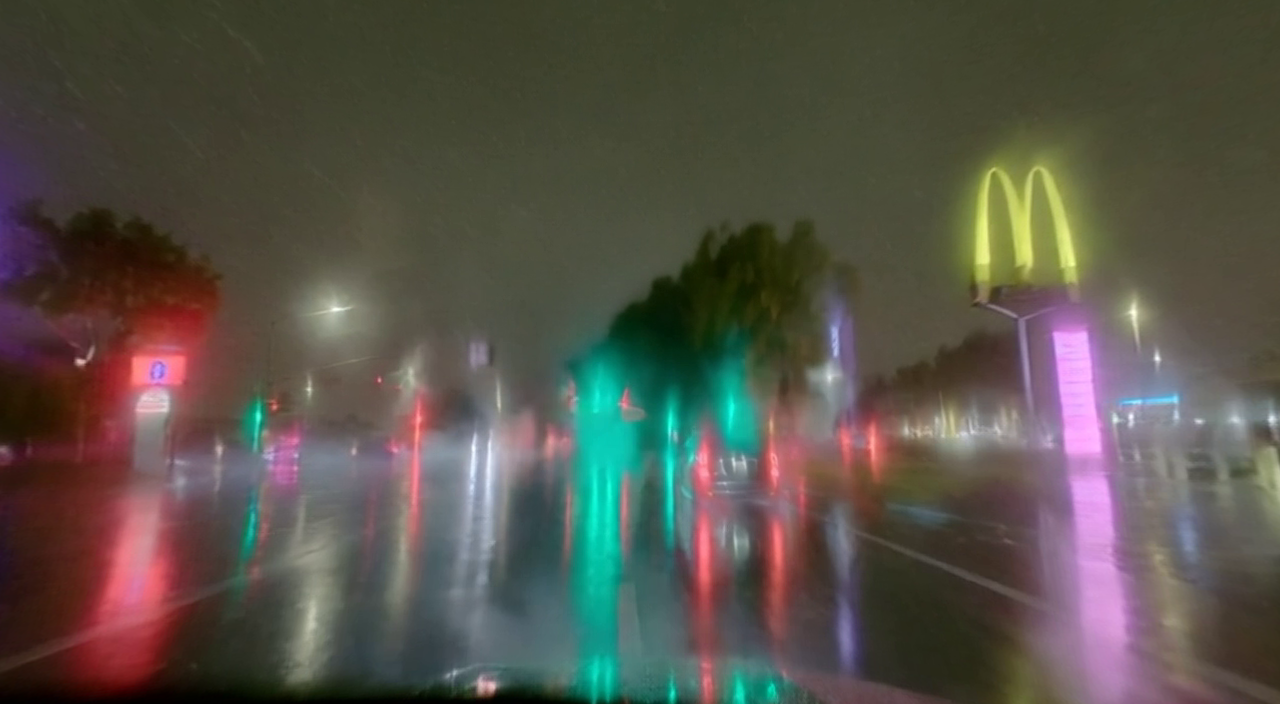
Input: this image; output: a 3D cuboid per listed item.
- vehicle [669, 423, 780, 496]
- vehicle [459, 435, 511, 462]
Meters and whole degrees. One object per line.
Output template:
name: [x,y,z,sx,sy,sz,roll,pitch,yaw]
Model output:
vehicle: [2.065,2.806,16.870,2.230,1.683,4.204,0,-8,-2]
vehicle: [-8.934,5.596,36.746,1.924,1.458,4.448,0,-8,-1]
